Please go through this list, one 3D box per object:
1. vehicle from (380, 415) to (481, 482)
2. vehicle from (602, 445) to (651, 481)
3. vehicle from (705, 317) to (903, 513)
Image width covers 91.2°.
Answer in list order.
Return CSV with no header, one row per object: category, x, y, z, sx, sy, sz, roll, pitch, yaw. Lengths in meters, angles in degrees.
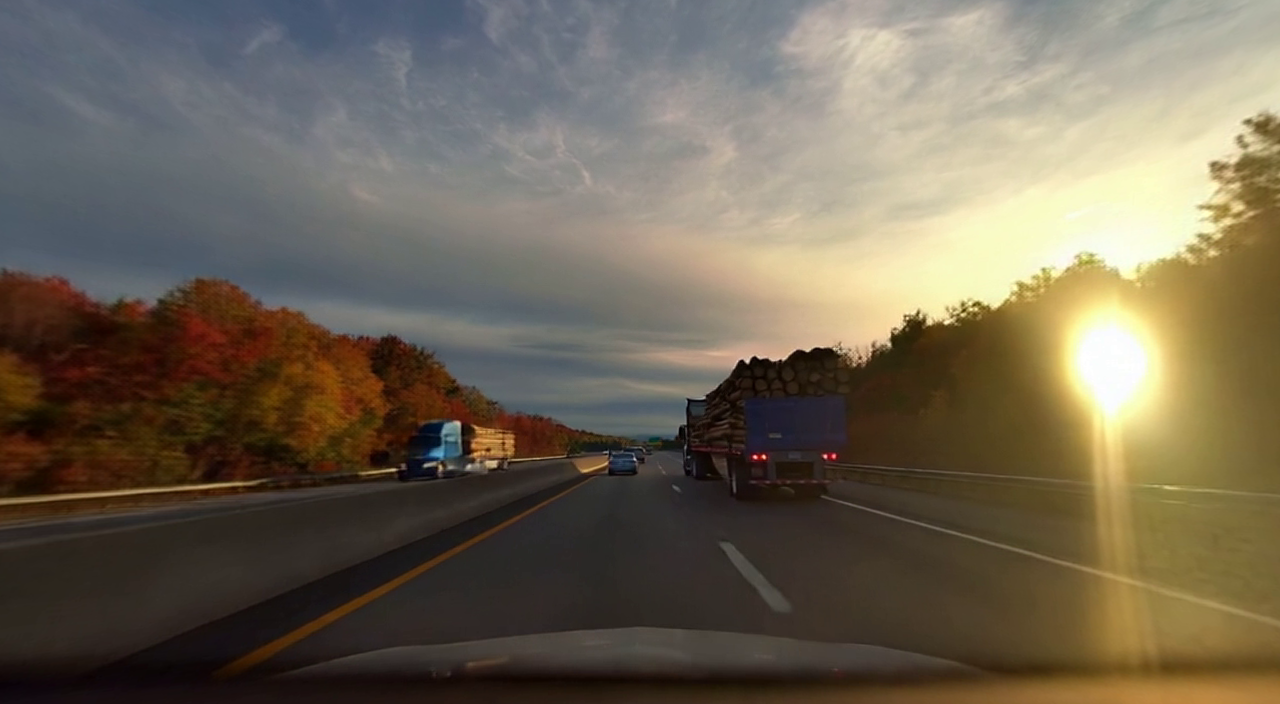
vehicle,-13.815,6.580,42.674,2.968,3.947,10.444,-1,-9,2
vehicle,-0.546,5.125,29.087,2.099,1.506,4.097,-1,-9,1
vehicle,3.697,1.871,16.791,3.004,3.923,8.363,-1,-9,0
